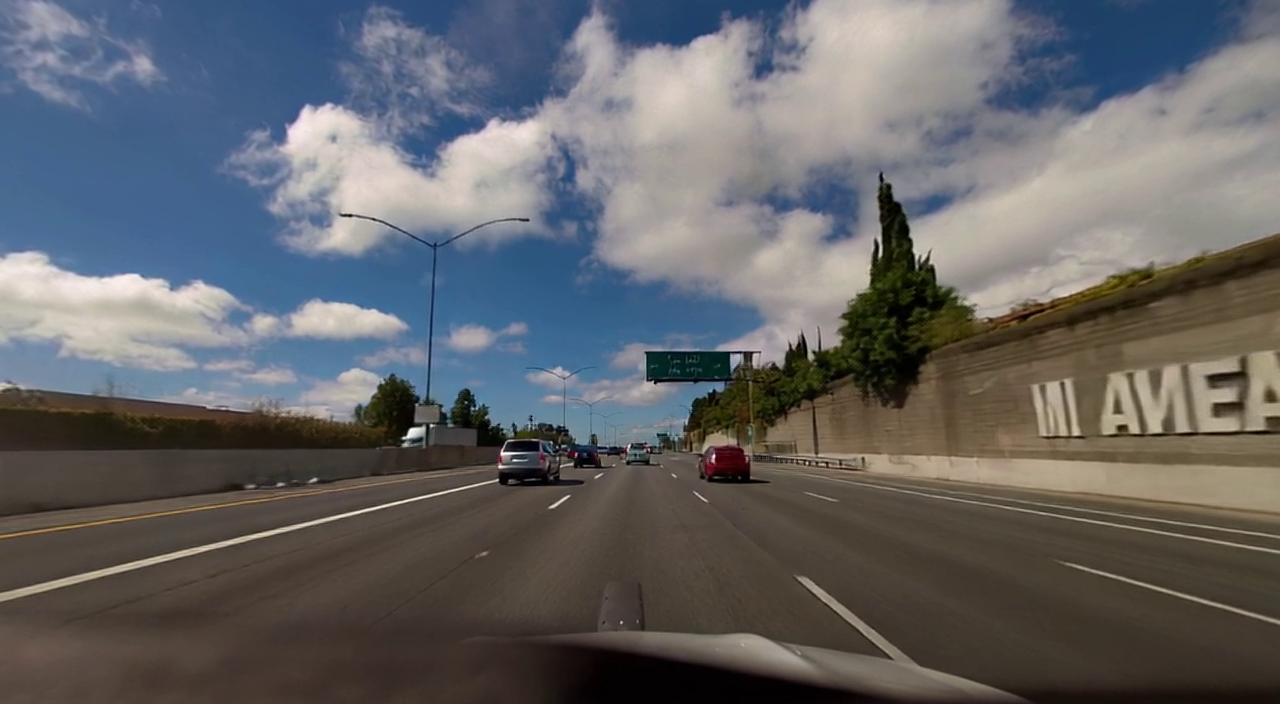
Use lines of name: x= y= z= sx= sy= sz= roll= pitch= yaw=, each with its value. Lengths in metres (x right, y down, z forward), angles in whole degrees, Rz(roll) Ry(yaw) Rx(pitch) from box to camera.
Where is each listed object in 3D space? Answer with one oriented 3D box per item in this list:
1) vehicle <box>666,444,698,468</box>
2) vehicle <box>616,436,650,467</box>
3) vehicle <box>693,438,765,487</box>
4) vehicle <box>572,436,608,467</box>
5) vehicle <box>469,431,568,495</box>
vehicle: x=3.261 y=8.177 z=49.668 sx=2.162 sy=1.766 sz=4.740 roll=0 pitch=-9 yaw=-1
vehicle: x=-0.477 y=7.572 z=48.235 sx=2.485 sy=2.215 sz=5.199 roll=0 pitch=-9 yaw=0
vehicle: x=3.485 y=4.441 z=25.629 sx=2.224 sy=1.752 sz=4.487 roll=0 pitch=-9 yaw=-1
vehicle: x=-3.777 y=7.596 z=48.170 sx=2.378 sy=2.214 sz=4.352 roll=0 pitch=-9 yaw=0
vehicle: x=-3.821 y=3.628 z=20.959 sx=2.184 sy=1.819 sz=5.441 roll=0 pitch=-9 yaw=0
